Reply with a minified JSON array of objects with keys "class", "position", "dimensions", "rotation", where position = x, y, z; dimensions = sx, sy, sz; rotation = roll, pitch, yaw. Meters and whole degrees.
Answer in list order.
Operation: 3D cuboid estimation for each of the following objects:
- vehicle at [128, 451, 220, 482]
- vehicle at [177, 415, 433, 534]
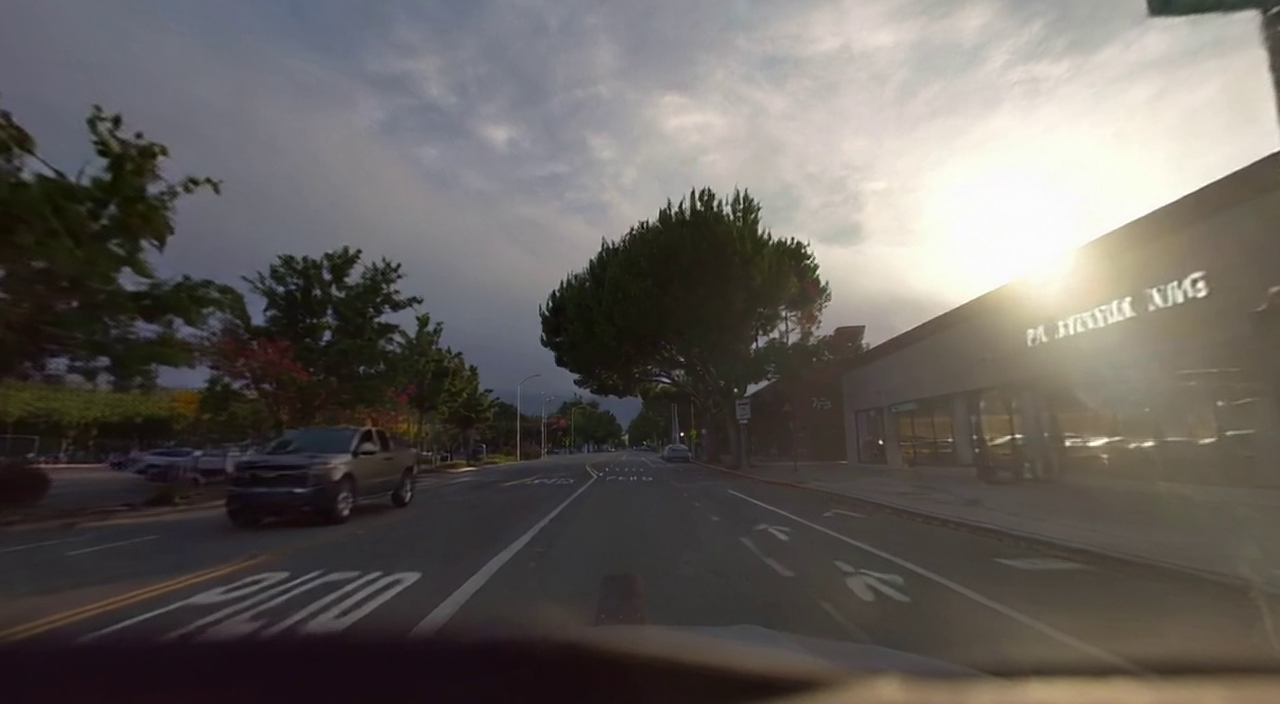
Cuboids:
[{"class":"vehicle","position":[-22.875,5.617,31.177],"dimensions":[1.739,1.373,3.759],"rotation":[0,-9,-1]},{"class":"vehicle","position":[-6.409,2.404,13.110],"dimensions":[2.545,1.943,5.168],"rotation":[0,-8,-1]}]
